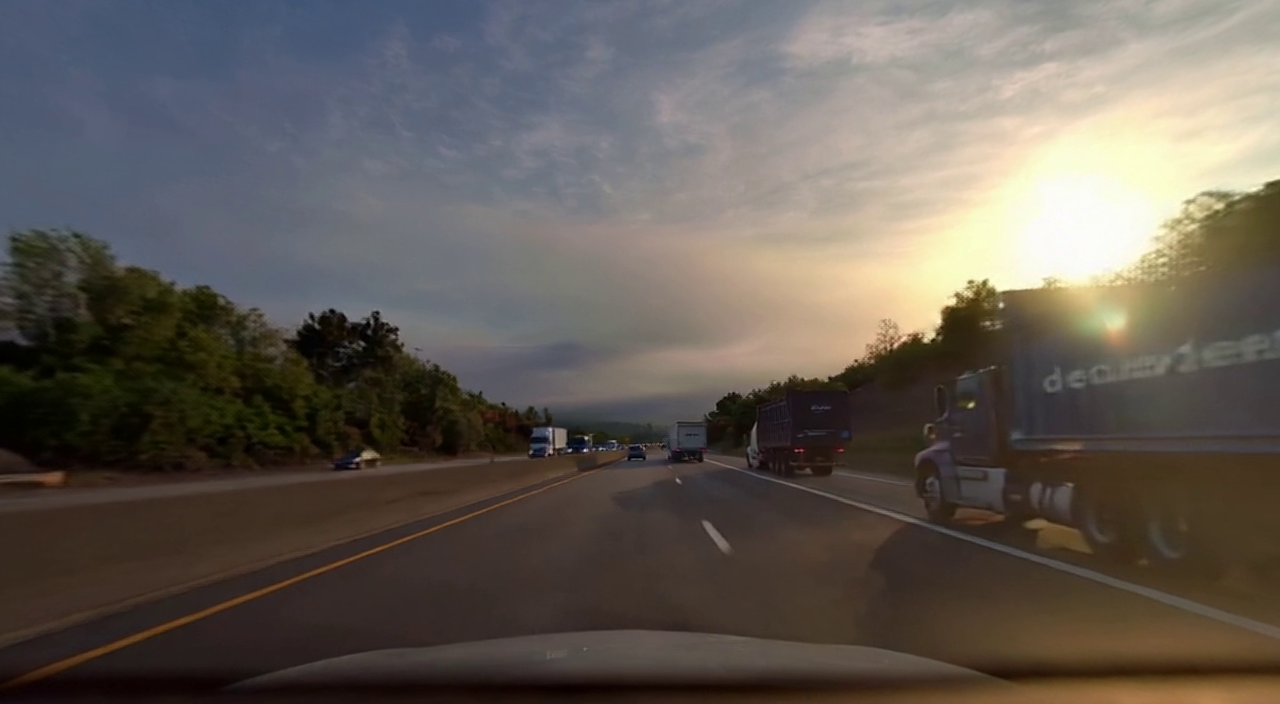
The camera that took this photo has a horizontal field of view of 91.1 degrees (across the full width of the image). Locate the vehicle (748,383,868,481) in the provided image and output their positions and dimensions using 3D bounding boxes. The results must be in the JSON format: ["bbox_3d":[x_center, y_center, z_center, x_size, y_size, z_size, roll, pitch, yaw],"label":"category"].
[{"bbox_3d":[8.164,4.221,33.081,2.843,4.053,13.777,0,-8,2],"label":"vehicle"}]

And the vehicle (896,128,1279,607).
[{"bbox_3d":[6.714,0.483,7.833,2.920,3.860,10.035,0,-8,1],"label":"vehicle"}]

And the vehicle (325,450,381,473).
[{"bbox_3d":[-20.787,7.952,45.772,1.820,1.470,4.427,-1,-8,2],"label":"vehicle"}]

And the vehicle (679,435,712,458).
[{"bbox_3d":[4.097,7.081,47.298,2.120,1.651,4.639,0,-8,1],"label":"vehicle"}]
